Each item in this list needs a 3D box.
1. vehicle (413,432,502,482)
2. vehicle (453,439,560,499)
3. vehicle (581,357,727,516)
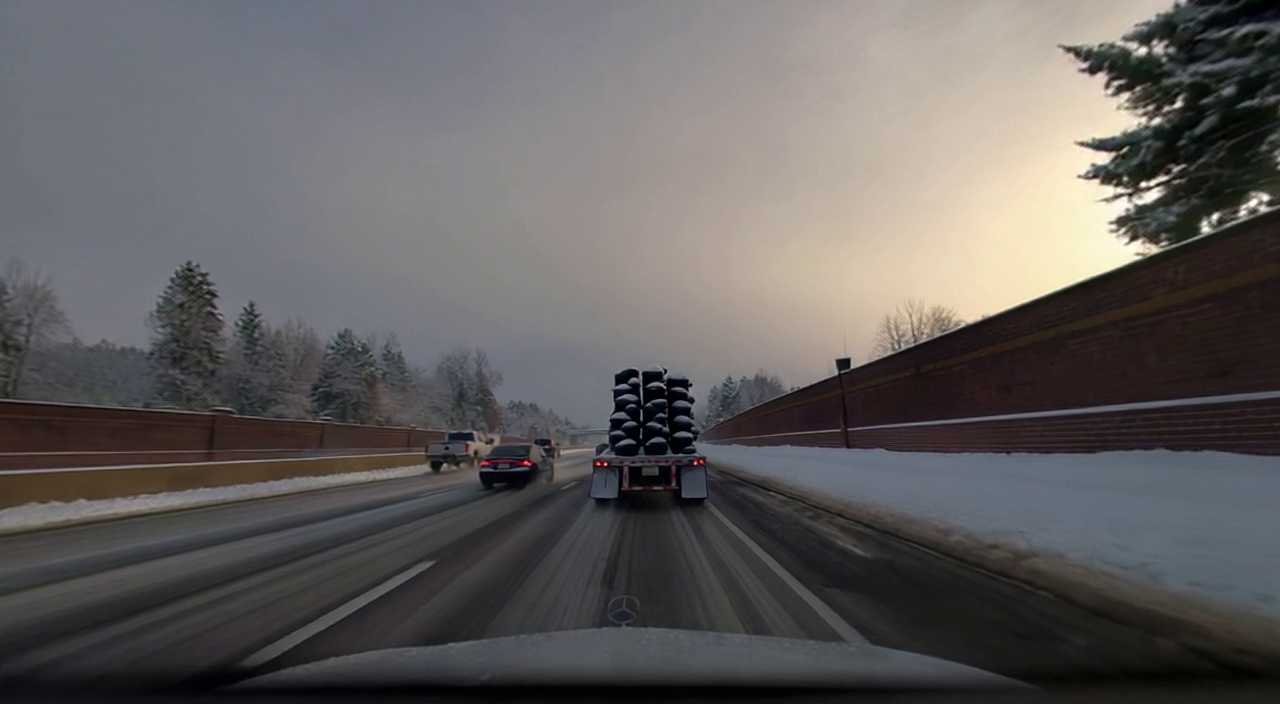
[{"bbox_3d":[-7.437,4.335,26.317,2.164,1.874,5.004,0,-8,1],"label":"vehicle"},{"bbox_3d":[-3.648,3.282,18.156,1.974,1.475,4.538,0,-8,1],"label":"vehicle"},{"bbox_3d":[0.308,2.241,16.483,2.798,3.071,8.412,0,-8,1],"label":"vehicle"}]
